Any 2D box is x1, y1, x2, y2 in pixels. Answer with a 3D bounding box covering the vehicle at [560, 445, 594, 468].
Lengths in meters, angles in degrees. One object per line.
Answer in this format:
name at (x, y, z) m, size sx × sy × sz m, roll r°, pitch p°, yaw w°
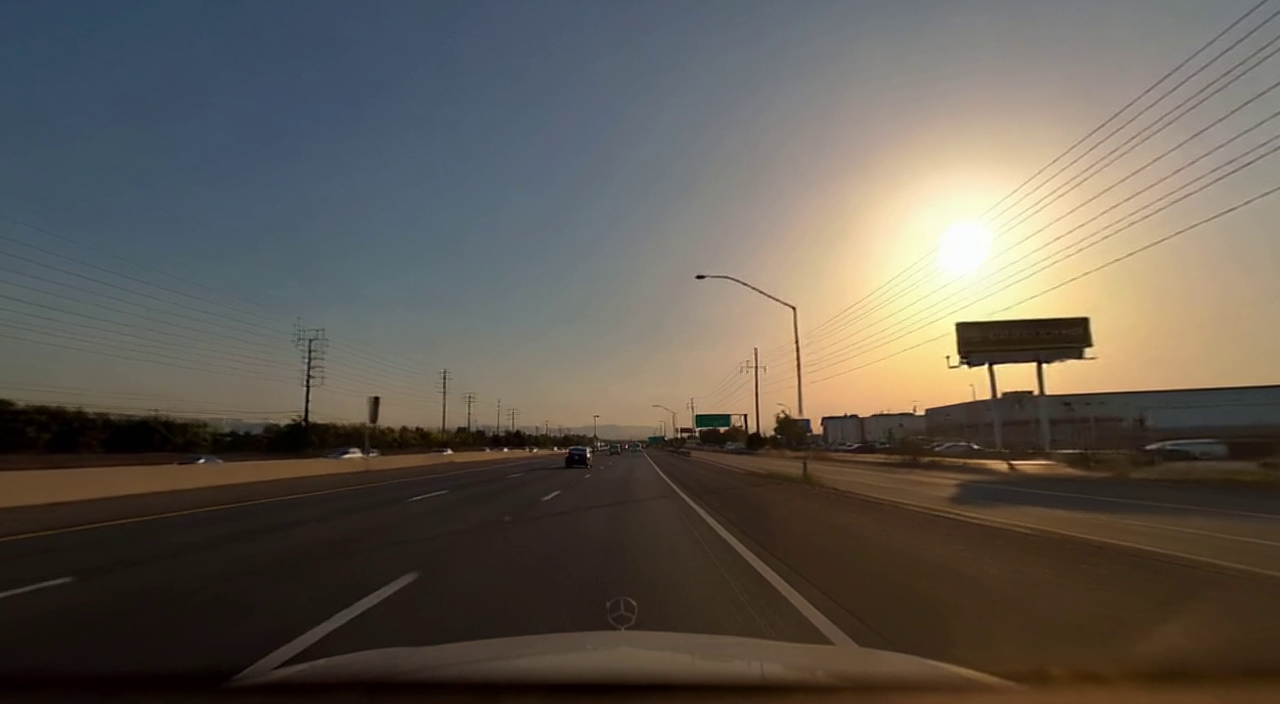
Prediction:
vehicle at (-4.247, 7.148, 43.261) m, size 1.940 × 1.479 × 4.545 m, roll 0°, pitch -9°, yaw 0°
